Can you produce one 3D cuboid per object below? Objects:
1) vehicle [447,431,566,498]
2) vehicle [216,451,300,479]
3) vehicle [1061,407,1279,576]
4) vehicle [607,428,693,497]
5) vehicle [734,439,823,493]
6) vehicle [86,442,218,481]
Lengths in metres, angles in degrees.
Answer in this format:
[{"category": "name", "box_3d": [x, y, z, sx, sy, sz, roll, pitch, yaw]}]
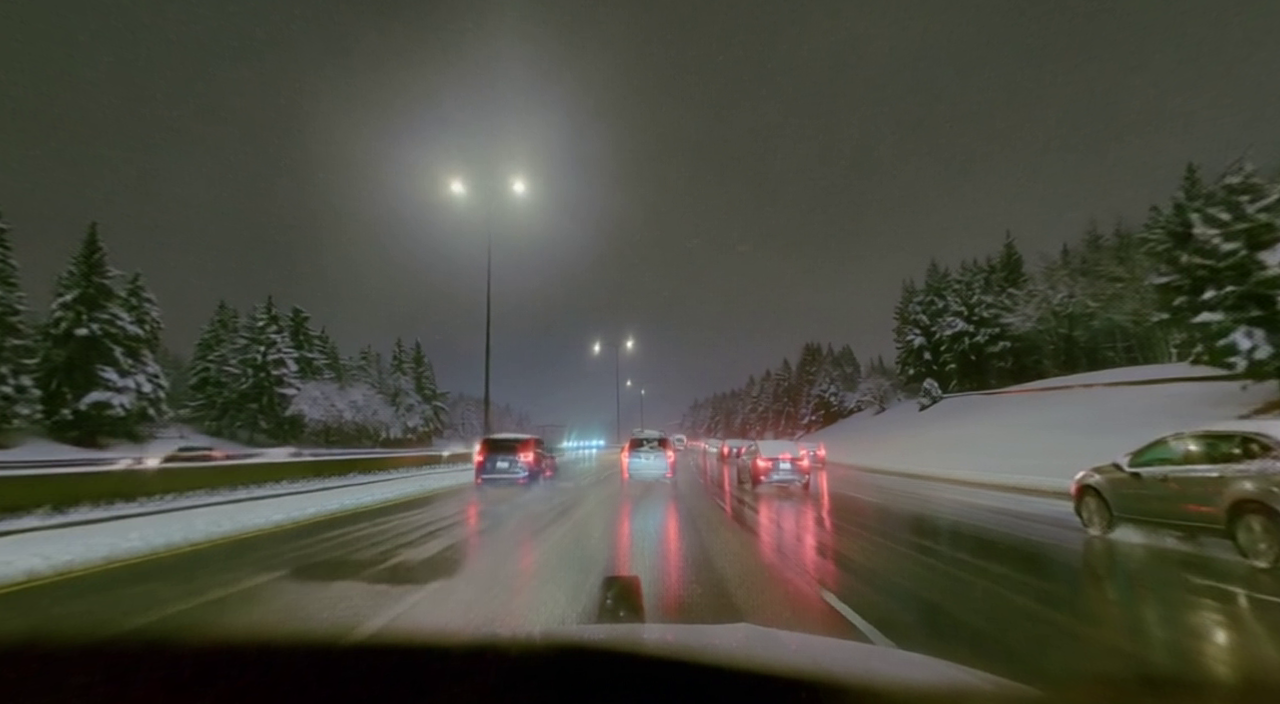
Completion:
[{"category": "vehicle", "box_3d": [-3.574, 3.133, 17.954, 2.128, 1.627, 4.697, 0, -9, 3]}, {"category": "vehicle", "box_3d": [-23.319, 6.902, 38.720, 1.891, 1.520, 4.742, 0, -9, 5]}, {"category": "vehicle", "box_3d": [7.384, 1.516, 7.076, 2.028, 1.657, 4.823, 0, -9, 1]}, {"category": "vehicle", "box_3d": [0.328, 3.131, 18.157, 2.181, 1.728, 3.970, 0, -9, 2]}, {"category": "vehicle", "box_3d": [4.282, 3.596, 20.188, 1.999, 1.514, 4.338, 0, -9, 2]}, {"category": "vehicle", "box_3d": [-27.414, 6.152, 35.758, 2.237, 1.956, 6.092, 0, -9, 5]}]
